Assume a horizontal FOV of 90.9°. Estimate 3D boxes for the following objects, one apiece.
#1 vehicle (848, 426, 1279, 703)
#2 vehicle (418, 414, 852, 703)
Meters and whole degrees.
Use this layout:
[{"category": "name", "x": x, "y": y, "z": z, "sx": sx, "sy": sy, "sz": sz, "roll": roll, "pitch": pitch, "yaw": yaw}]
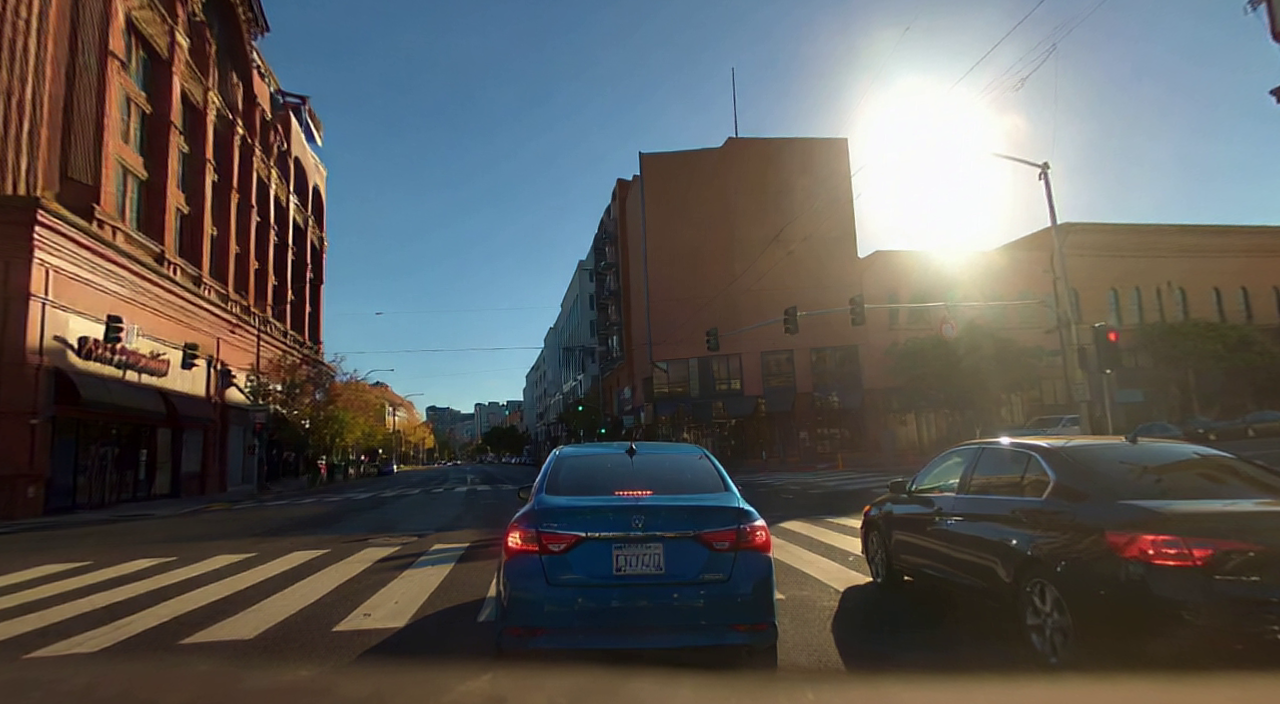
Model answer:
[{"category": "vehicle", "x": 3.348, "y": 1.376, "z": 5.083, "sx": 1.860, "sy": 1.430, "sz": 4.089, "roll": 0, "pitch": -8, "yaw": -1}, {"category": "vehicle", "x": -0.059, "y": 1.349, "z": 5.153, "sx": 2.094, "sy": 1.481, "sz": 4.078, "roll": 0, "pitch": -8, "yaw": -1}]
